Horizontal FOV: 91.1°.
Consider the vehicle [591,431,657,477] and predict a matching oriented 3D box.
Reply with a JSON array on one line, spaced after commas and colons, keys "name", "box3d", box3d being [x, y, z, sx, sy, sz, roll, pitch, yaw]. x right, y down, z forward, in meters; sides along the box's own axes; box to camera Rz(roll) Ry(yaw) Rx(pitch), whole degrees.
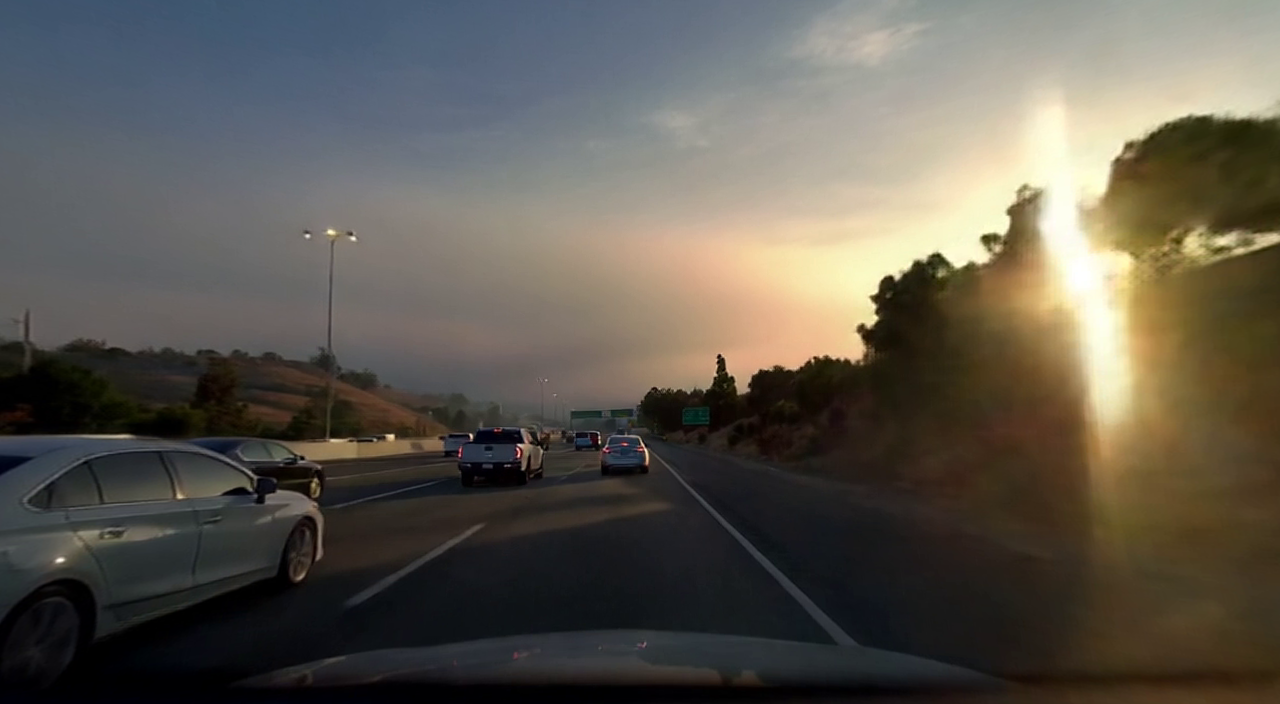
[{"name": "vehicle", "box3d": [-0.529, 3.492, 21.865, 2.070, 1.452, 3.834, 0, -8, -1]}]

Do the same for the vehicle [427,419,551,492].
[{"name": "vehicle", "box3d": [-3.853, 2.736, 17.020, 2.154, 1.690, 4.595, 0, -8, 1]}]

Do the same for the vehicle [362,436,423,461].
[{"name": "vehicle", "box3d": [-15.776, 6.149, 40.400, 2.037, 1.505, 4.644, 0, -8, 0]}]

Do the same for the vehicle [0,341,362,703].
[{"name": "vehicle", "box3d": [-3.877, 1.008, 4.181, 2.107, 1.703, 4.274, 0, -8, 0]}]
